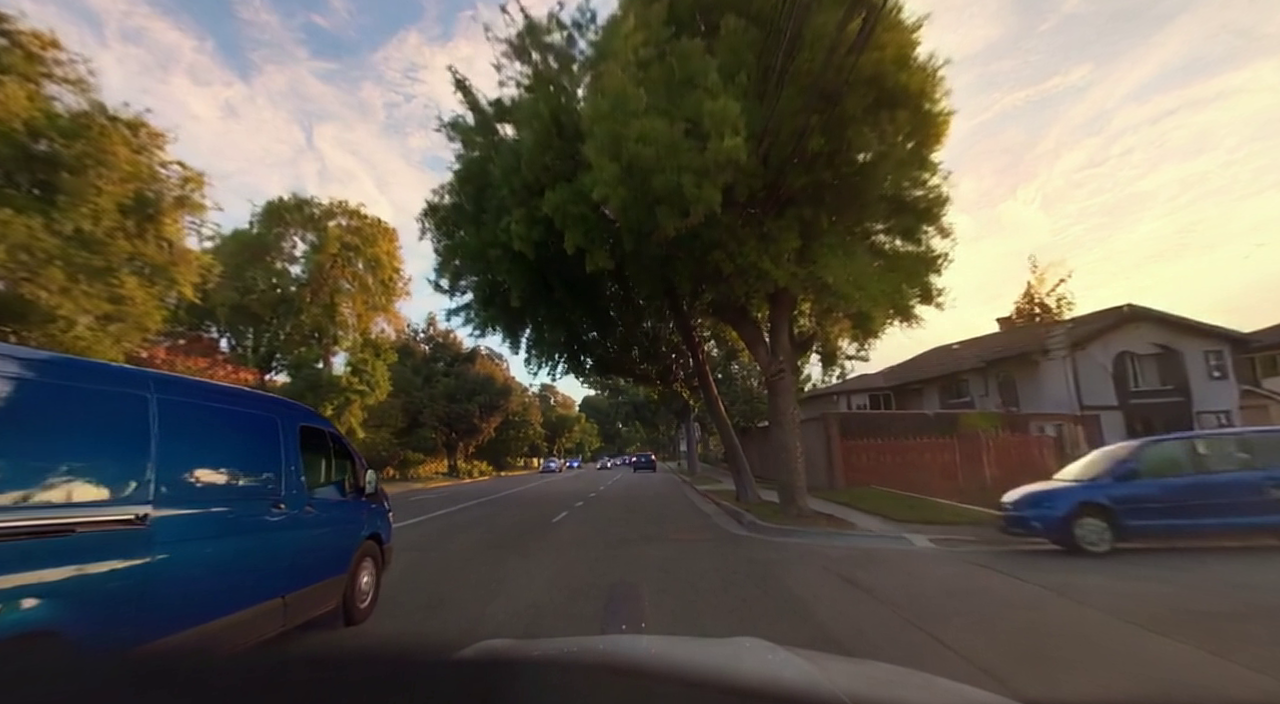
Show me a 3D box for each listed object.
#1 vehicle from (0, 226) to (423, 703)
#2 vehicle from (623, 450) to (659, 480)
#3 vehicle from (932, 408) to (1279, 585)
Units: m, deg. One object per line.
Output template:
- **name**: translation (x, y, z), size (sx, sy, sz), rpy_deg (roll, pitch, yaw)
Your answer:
- **vehicle**: translation (-3.431, 0.848, 3.534), size (2.336, 2.152, 5.866), rpy_deg (0, -9, 0)
- **vehicle**: translation (0.075, 7.103, 39.831), size (2.120, 1.718, 3.909), rpy_deg (0, -9, 1)
- **vehicle**: translation (6.526, 1.610, 7.540), size (5.012, 1.711, 2.457), rpy_deg (-5, -8, 15)
